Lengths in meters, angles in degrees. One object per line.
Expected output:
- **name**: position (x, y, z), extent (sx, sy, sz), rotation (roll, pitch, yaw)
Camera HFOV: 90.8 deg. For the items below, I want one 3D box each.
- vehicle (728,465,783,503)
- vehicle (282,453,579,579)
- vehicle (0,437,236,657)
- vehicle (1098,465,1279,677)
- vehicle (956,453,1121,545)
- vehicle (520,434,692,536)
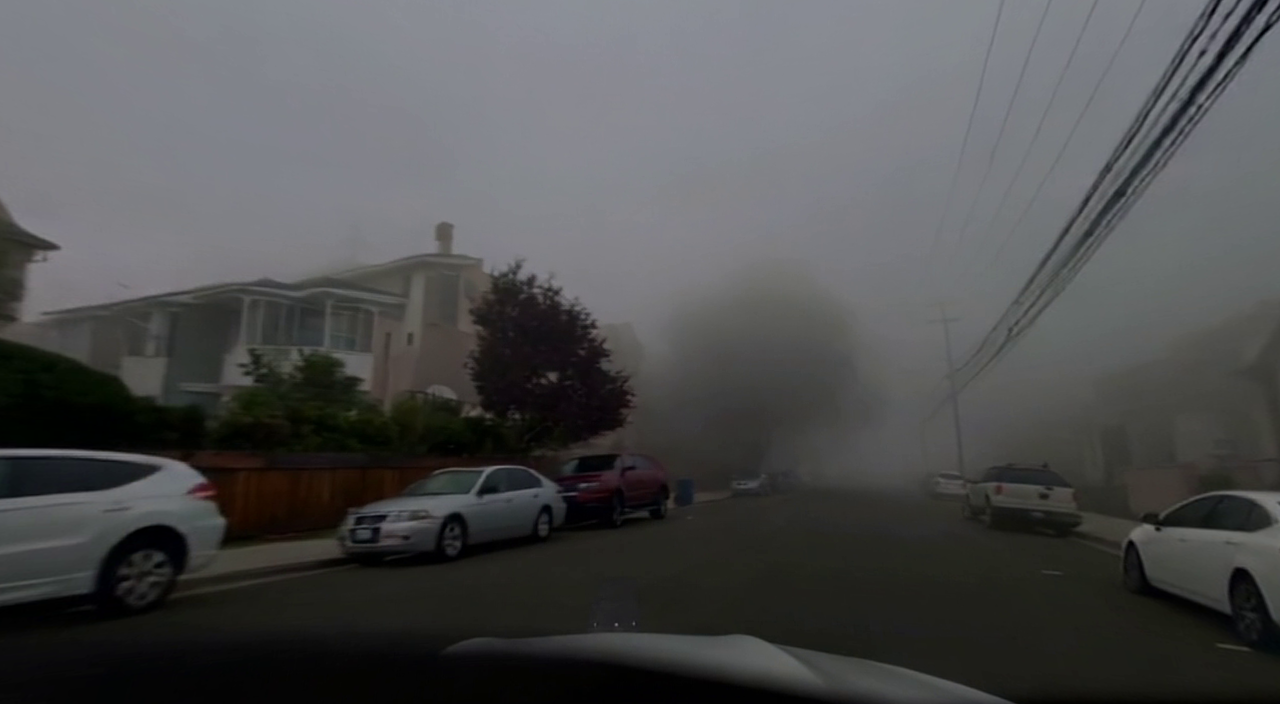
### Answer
- **vehicle**: position (5.987, 6.684, 32.307), extent (1.971, 1.648, 4.638), rotation (-3, -9, 20)
- **vehicle**: position (-2.810, 2.376, 9.721), extent (1.823, 1.427, 4.407), rotation (-6, -12, 22)
- **vehicle**: position (-5.240, 1.291, 4.207), extent (1.754, 1.437, 3.885), rotation (-4, -12, 21)
- **vehicle**: position (6.371, 1.916, 6.022), extent (1.973, 1.517, 4.604), rotation (-3, -9, 20)
- **vehicle**: position (10.874, 3.933, 17.906), extent (2.547, 2.075, 5.693), rotation (-3, -9, 18)
- **vehicle**: position (-0.594, 3.143, 15.175), extent (2.194, 1.995, 4.814), rotation (-6, -12, 22)
